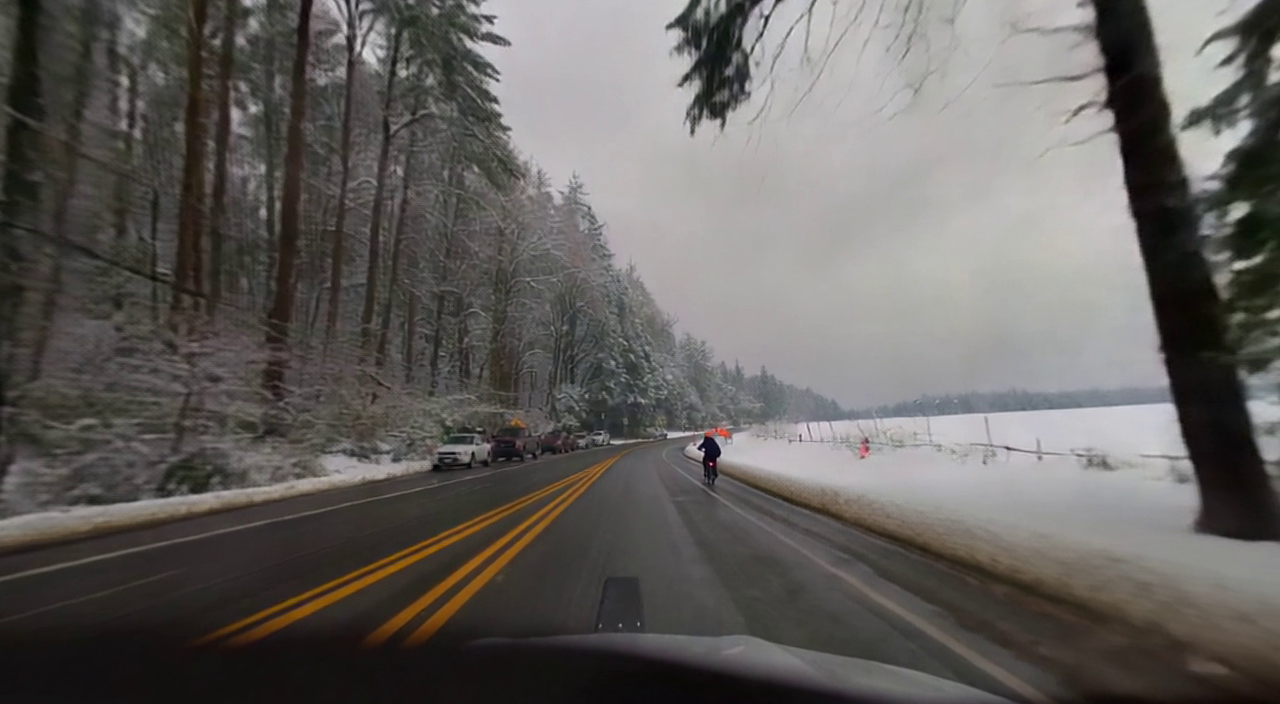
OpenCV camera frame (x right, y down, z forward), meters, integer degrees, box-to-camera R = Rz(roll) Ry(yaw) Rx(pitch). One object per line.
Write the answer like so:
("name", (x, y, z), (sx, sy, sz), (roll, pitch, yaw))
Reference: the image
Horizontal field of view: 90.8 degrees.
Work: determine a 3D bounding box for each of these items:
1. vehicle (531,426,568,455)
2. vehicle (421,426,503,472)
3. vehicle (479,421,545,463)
("vehicle", (-6.944, 6.896, 48.911), (1.955, 1.908, 4.680), (-5, -9, 0))
("vehicle", (-7.631, 4.178, 27.502), (1.991, 1.759, 4.443), (-3, -8, 5))
("vehicle", (-7.052, 5.061, 35.370), (2.312, 2.075, 5.748), (-3, -9, 2))
